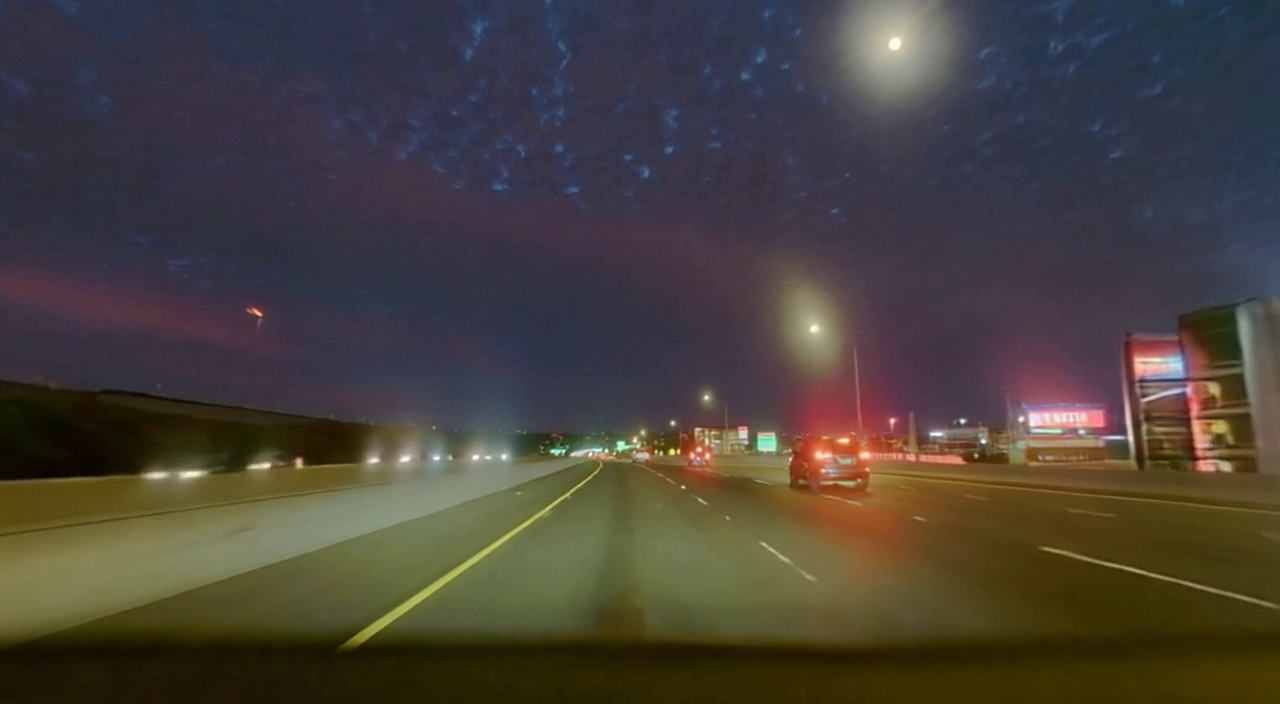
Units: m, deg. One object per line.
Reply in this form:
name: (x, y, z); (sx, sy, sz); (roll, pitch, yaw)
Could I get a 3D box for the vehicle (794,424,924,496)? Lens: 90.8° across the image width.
vehicle: (6.686, 3.374, 20.053); (2.181, 1.952, 4.973); (0, -9, -2)

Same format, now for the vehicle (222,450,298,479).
vehicle: (-21.457, 6.329, 35.905); (1.611, 1.537, 4.463); (0, -9, -2)

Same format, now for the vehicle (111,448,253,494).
vehicle: (-17.117, 4.428, 23.972); (2.001, 1.572, 4.572); (0, -9, -1)

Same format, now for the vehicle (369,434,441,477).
vehicle: (-13.537, 6.103, 36.788); (2.224, 2.008, 4.808); (4, -13, -1)
